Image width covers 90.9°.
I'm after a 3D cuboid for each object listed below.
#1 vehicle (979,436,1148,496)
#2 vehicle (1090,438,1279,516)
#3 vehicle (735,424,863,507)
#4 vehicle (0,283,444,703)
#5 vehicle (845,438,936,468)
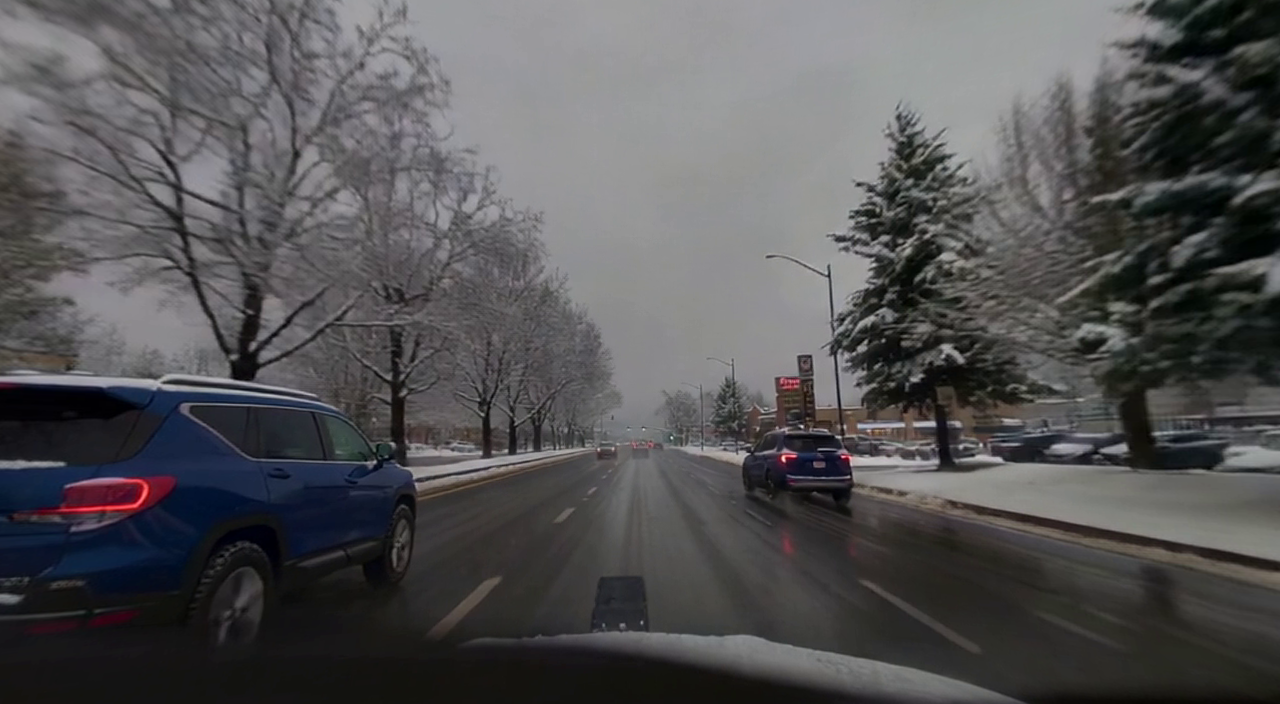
[{"bbox_3d":[13.351,3.597,20.406,1.880,1.671,5.180,0,-8,0],"label":"vehicle"},{"bbox_3d":[13.350,2.839,14.987,1.845,1.497,4.709,-2,-8,1],"label":"vehicle"},{"bbox_3d":[3.823,2.819,16.079,2.024,1.773,4.431,1,-8,-1],"label":"vehicle"},{"bbox_3d":[-3.399,1.009,4.881,2.210,1.925,4.838,0,-8,0],"label":"vehicle"},{"bbox_3d":[15.146,6.110,38.255,4.647,1.725,1.991,0,-8,1],"label":"vehicle"}]
